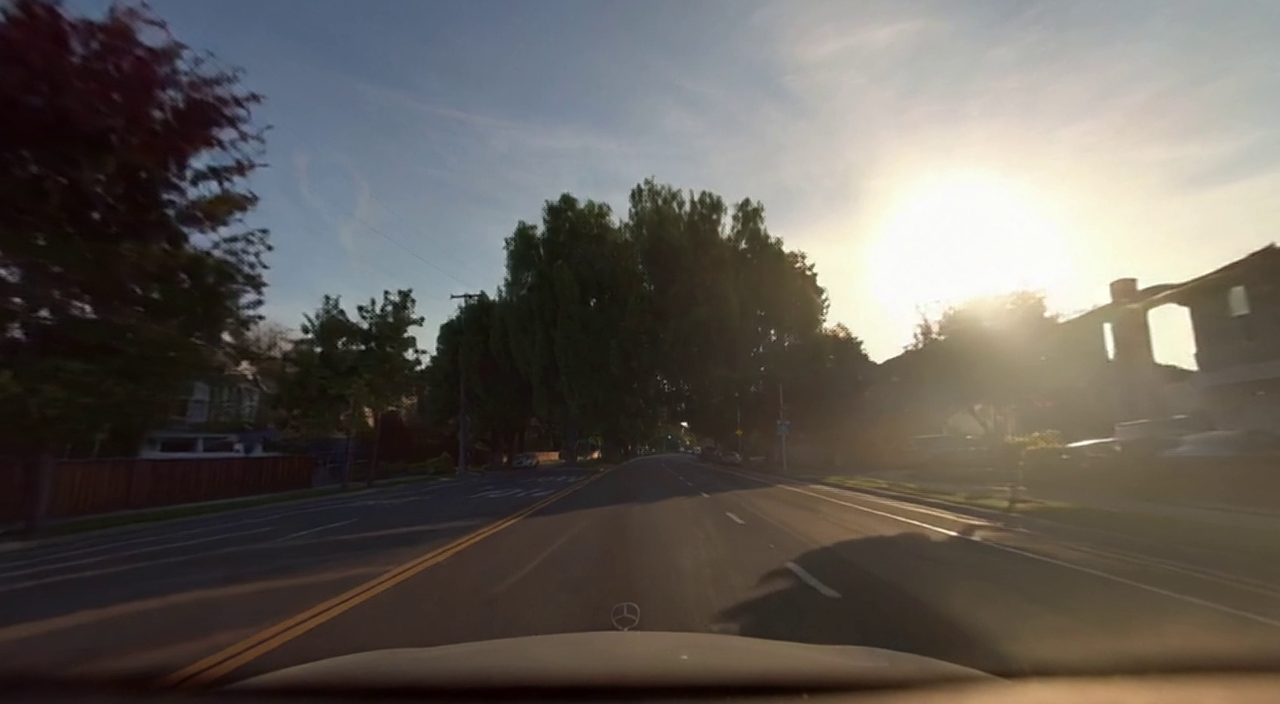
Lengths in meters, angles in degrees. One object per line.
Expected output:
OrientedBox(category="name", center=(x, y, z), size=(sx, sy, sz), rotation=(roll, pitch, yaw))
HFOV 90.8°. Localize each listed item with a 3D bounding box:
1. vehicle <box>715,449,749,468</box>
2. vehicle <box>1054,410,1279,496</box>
OrientedBox(category="vehicle", center=(7.161, 8.266, 49.348), size=(1.946, 1.404, 4.609), rotation=(0, -9, 0))
OrientedBox(category="vehicle", center=(13.606, 2.530, 15.946), size=(4.711, 1.979, 2.019), rotation=(-1, -9, 4))
